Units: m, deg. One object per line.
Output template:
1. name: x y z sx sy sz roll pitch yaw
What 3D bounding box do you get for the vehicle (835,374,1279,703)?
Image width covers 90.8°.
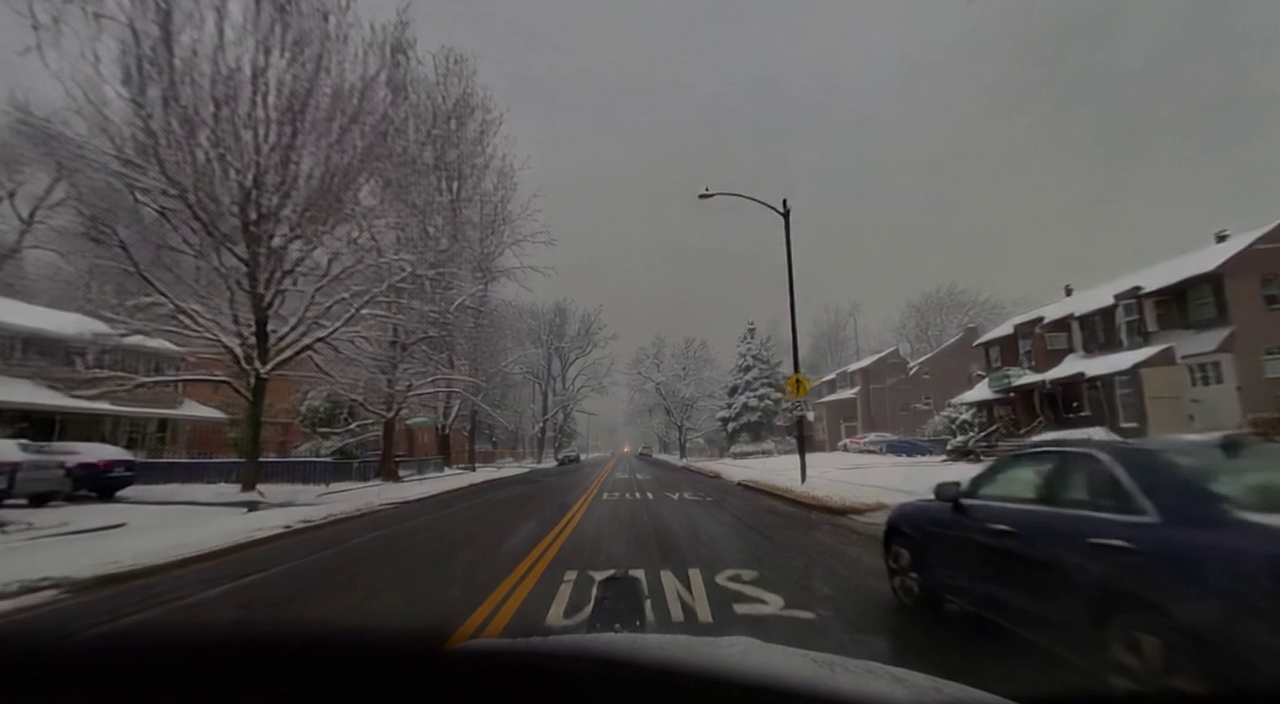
1. vehicle: 3.047 1.193 4.126 1.988 1.618 4.567 0 -8 -1

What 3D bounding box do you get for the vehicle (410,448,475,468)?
1. vehicle: -15.260 8.206 48.985 4.388 1.449 1.882 0 -9 -2
